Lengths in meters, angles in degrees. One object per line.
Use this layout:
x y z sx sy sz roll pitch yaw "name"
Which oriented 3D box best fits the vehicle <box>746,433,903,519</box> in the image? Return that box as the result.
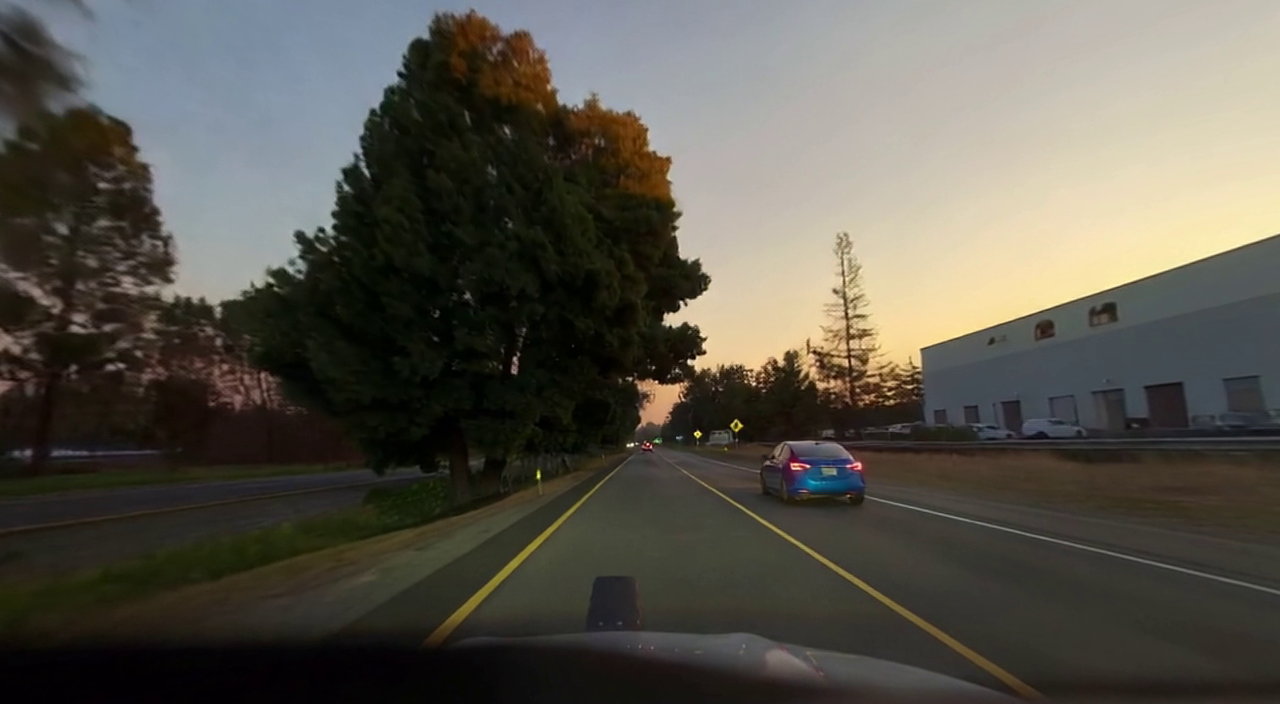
3.685 2.541 13.416 2.079 1.531 3.997 0 -8 0 "vehicle"
